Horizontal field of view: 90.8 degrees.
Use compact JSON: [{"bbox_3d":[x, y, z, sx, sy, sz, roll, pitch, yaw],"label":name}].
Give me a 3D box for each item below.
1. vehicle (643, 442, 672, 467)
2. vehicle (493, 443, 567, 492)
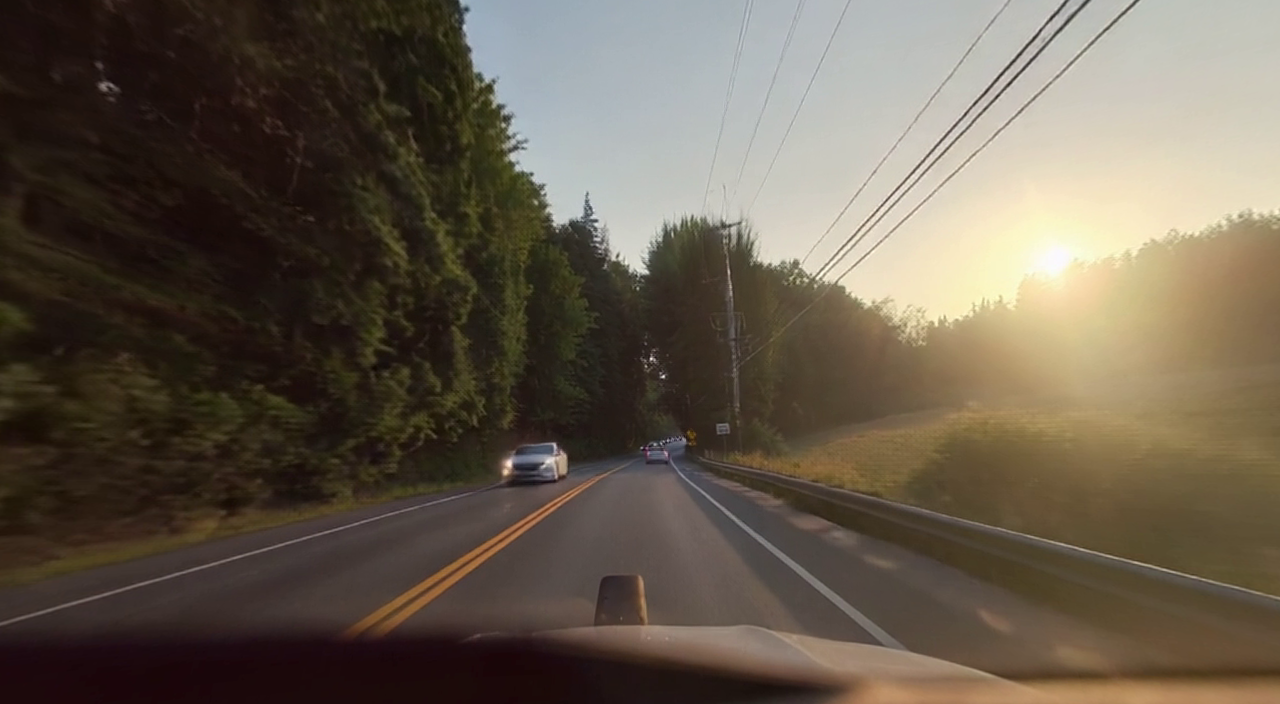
[{"bbox_3d":[1.276,7.690,47.640,2.083,1.767,4.448,0,-9,1],"label":"vehicle"},{"bbox_3d":[-3.775,4.020,22.311,1.894,1.537,3.642,0,-9,0],"label":"vehicle"}]
